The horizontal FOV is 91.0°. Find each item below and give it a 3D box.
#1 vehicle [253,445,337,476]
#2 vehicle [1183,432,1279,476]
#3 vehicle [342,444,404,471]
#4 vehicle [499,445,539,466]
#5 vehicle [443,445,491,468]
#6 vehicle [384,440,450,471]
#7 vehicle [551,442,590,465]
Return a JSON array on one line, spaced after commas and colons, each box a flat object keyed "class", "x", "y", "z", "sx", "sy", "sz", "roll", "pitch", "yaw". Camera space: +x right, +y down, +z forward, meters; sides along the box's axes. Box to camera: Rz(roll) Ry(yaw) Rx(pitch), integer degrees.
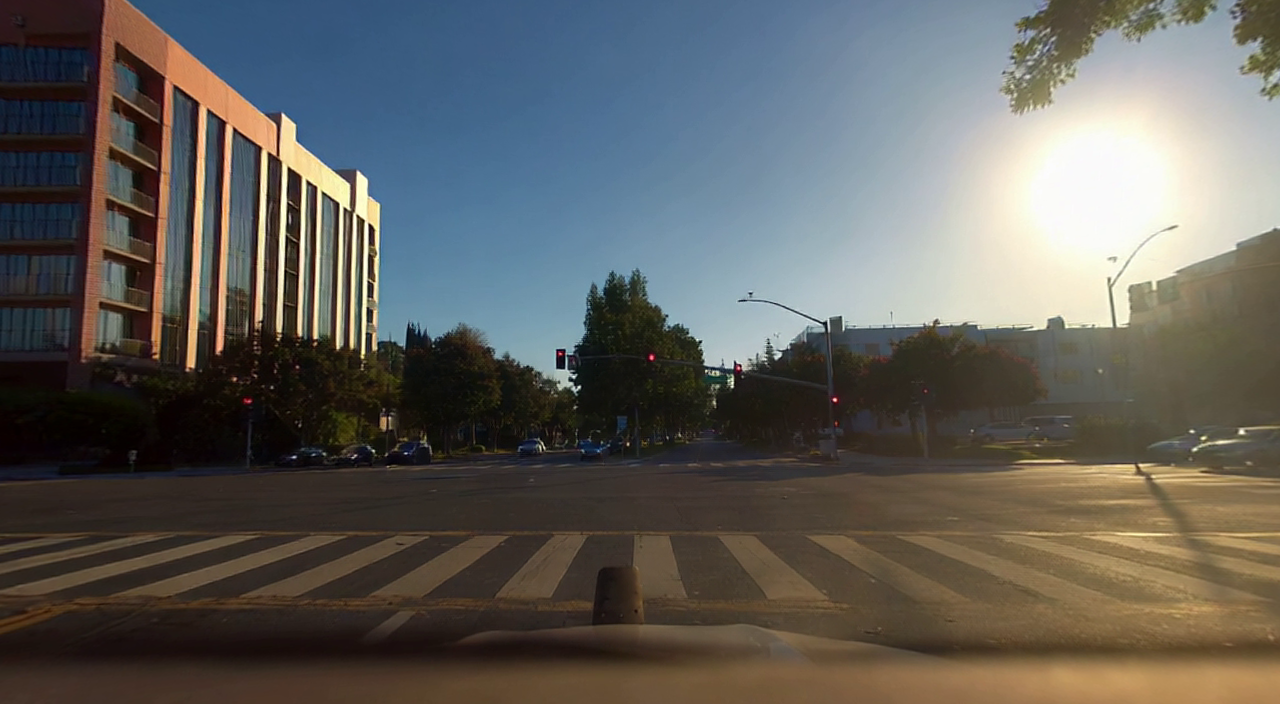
[{"class": "vehicle", "x": -22.198, "y": 6.956, "z": 40.756, "sx": 2.032, "sy": 1.839, "sz": 4.884, "roll": -2, "pitch": -9, "yaw": 11}, {"class": "vehicle", "x": 22.309, "y": 3.579, "z": 22.251, "sx": 4.474, "sy": 1.477, "sz": 1.908, "roll": 0, "pitch": -9, "yaw": -3}, {"class": "vehicle", "x": -18.565, "y": 7.341, "z": 44.000, "sx": 2.237, "sy": 1.801, "sz": 4.541, "roll": 0, "pitch": -9, "yaw": 1}, {"class": "vehicle", "x": -8.118, "y": 7.004, "z": 42.616, "sx": 1.910, "sy": 1.321, "sz": 3.692, "roll": 0, "pitch": -9, "yaw": 1}, {"class": "vehicle", "x": -11.653, "y": 7.058, "z": 42.715, "sx": 1.911, "sy": 1.476, "sz": 4.297, "roll": -1, "pitch": -9, "yaw": 2}, {"class": "vehicle", "x": -15.152, "y": 7.038, "z": 43.165, "sx": 2.340, "sy": 1.946, "sz": 5.450, "roll": 0, "pitch": -9, "yaw": 2}, {"class": "vehicle", "x": -4.543, "y": 6.707, "z": 41.684, "sx": 1.954, "sy": 1.431, "sz": 4.050, "roll": -1, "pitch": -9, "yaw": 2}]
